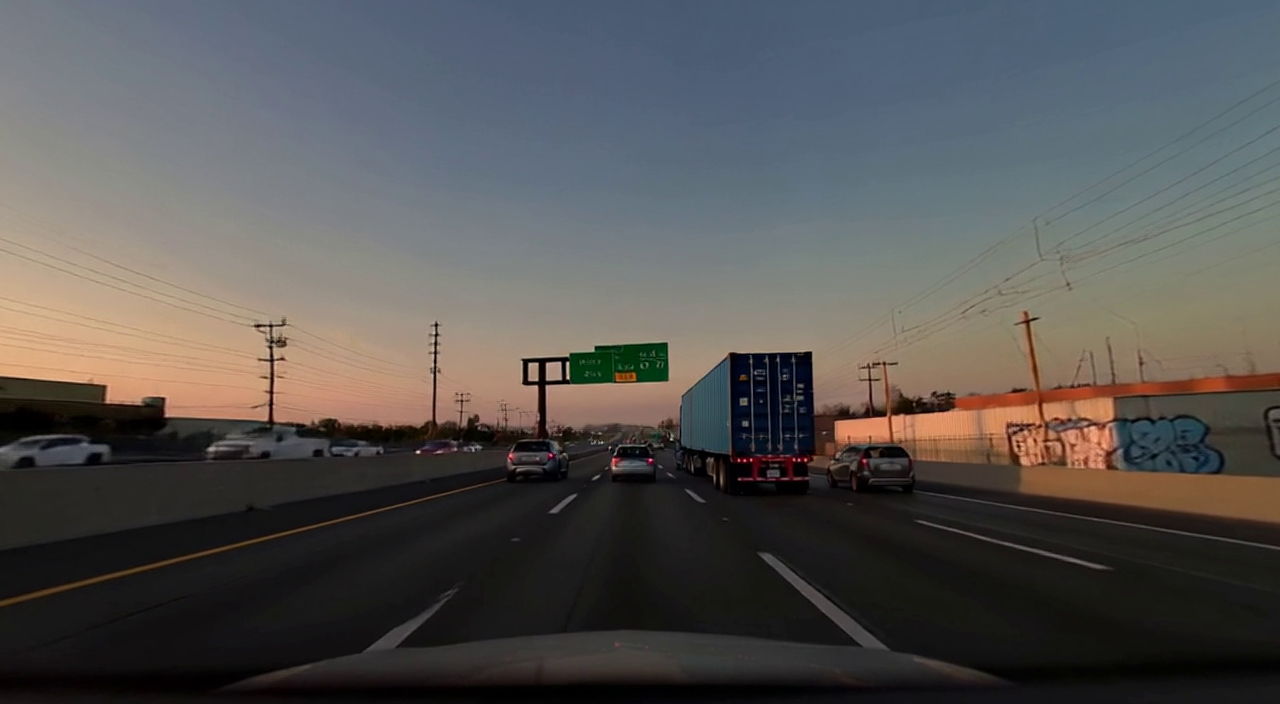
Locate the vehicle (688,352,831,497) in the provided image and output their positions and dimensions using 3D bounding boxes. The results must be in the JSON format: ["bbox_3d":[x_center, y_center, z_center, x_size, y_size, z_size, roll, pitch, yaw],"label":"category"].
[{"bbox_3d":[3.816,2.998,24.187,2.800,4.039,13.179,0,-9,0],"label":"vehicle"}]

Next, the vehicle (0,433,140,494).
[{"bbox_3d":[-20.742,3.817,21.910,2.215,1.849,5.735,0,-9,-1],"label":"vehicle"}]

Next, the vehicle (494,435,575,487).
[{"bbox_3d":[-3.990,4.228,24.741,2.264,1.804,4.584,0,-9,2],"label":"vehicle"}]

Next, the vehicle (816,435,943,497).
[{"bbox_3d":[7.389,3.575,20.154,2.202,1.731,4.628,0,-9,0],"label":"vehicle"}]

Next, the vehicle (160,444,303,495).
[{"bbox_3d":[-13.321,3.818,20.977,1.921,1.494,4.348,0,-9,-2],"label":"vehicle"}]

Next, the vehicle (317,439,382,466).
[{"bbox_3d":[-21.560,7.499,47.166,2.189,1.902,5.881,0,-9,-2],"label":"vehicle"}]

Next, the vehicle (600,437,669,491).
[{"bbox_3d":[-0.183,3.885,22.240,2.191,1.685,4.015,0,-9,0],"label":"vehicle"}]

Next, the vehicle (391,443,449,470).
[{"bbox_3d":[-13.502,6.437,39.062,2.019,1.587,4.565,0,-9,-2],"label":"vehicle"}]
